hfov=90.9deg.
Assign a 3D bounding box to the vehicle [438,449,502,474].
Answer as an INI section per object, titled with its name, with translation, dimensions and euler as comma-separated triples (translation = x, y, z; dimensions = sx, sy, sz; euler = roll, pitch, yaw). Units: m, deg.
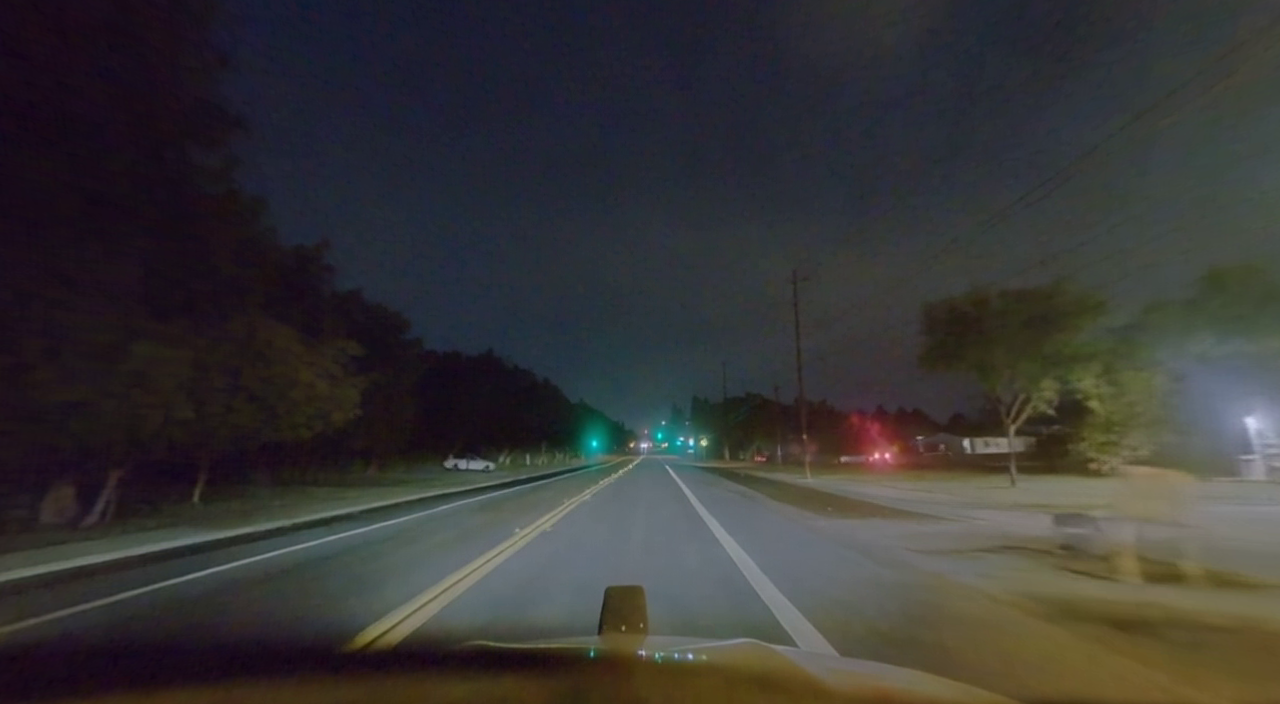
[vehicle]
translation = -12.923, 8.320, 48.027
dimensions = 4.310, 1.723, 1.915
euler = -2, -7, 14
